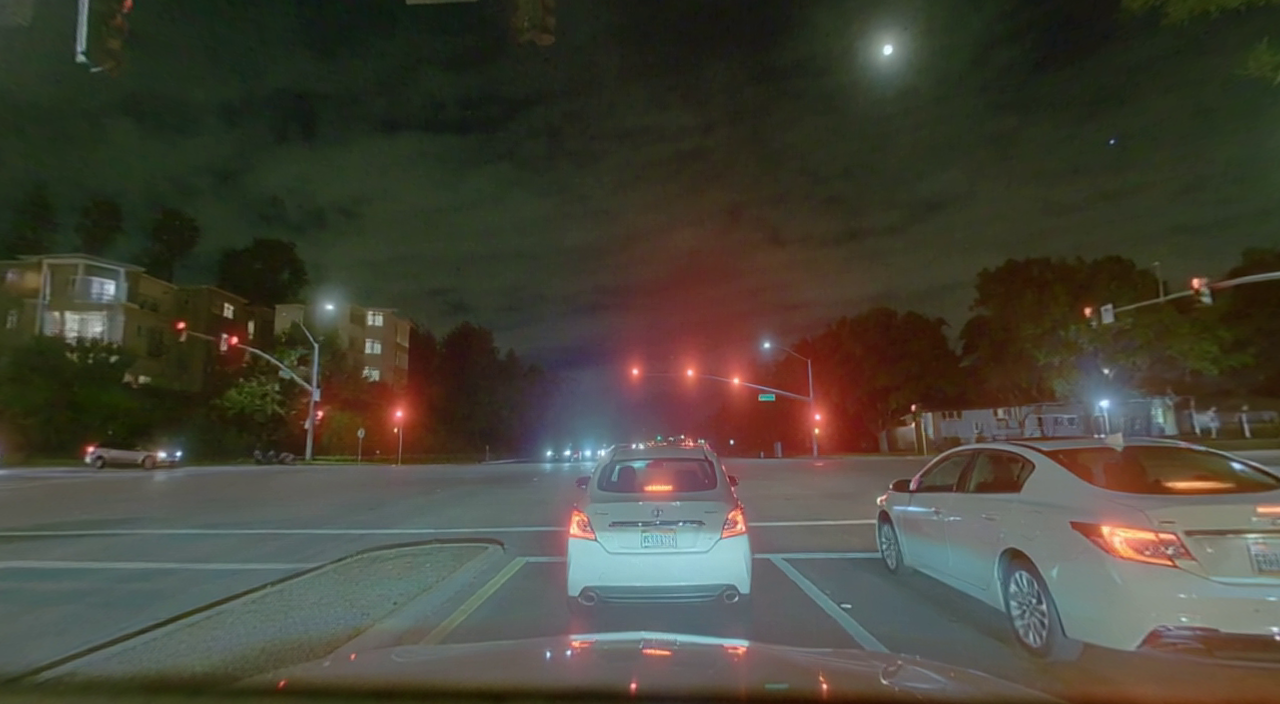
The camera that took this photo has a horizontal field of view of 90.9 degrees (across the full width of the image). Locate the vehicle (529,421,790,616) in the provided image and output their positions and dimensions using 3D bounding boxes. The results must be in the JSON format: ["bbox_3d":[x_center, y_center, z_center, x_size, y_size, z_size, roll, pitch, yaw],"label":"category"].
[{"bbox_3d":[0.110,1.569,6.865,2.017,1.485,3.813,0,-8,-1],"label":"vehicle"}]

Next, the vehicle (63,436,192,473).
[{"bbox_3d":[-24.275,4.865,29.983,4.450,1.684,1.894,0,-8,0],"label":"vehicle"}]

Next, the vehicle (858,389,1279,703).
[{"bbox_3d":[3.176,1.125,3.892,1.931,1.493,4.555,0,-8,-1],"label":"vehicle"}]
